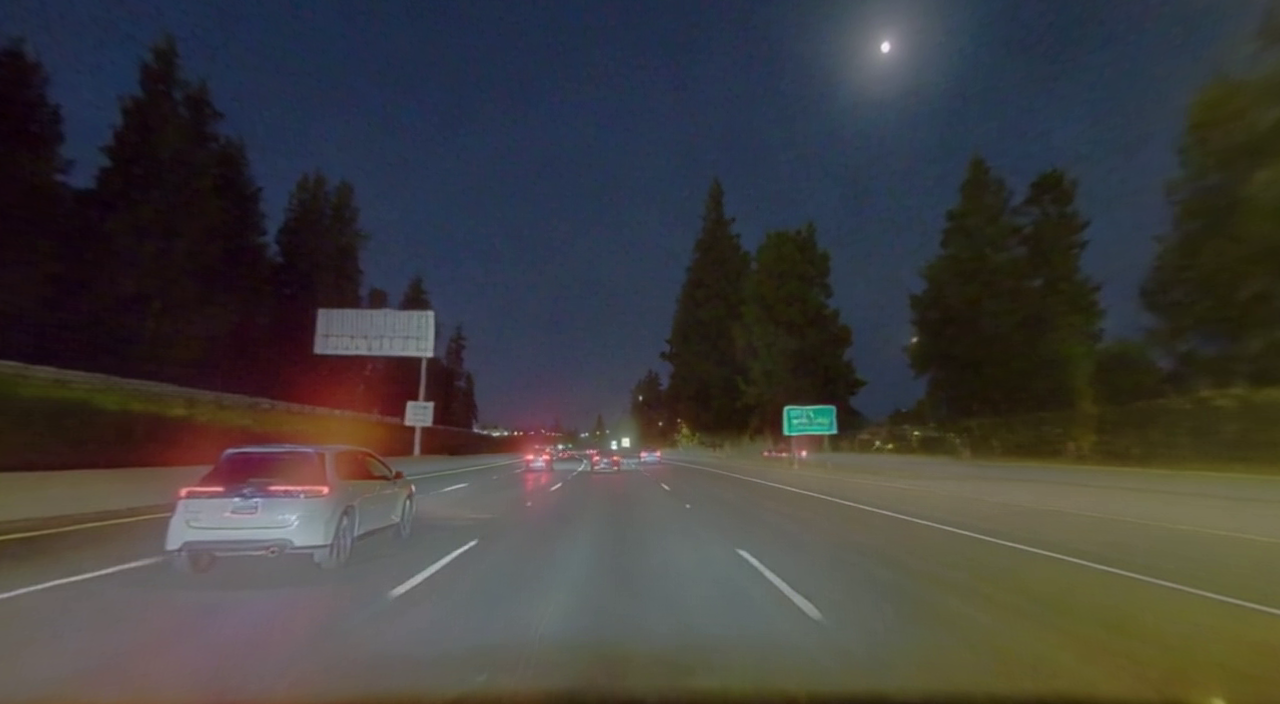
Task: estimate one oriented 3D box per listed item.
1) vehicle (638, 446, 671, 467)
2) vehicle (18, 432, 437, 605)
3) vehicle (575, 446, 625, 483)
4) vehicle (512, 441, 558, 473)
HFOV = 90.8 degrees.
[{"bbox_3d":[1.023,7.706,46.897,2.021,1.447,3.985,0,-9,-4],"label":"vehicle"},{"bbox_3d":[-4.418,1.836,8.079,2.049,1.482,4.981,0,-9,-1],"label":"vehicle"},{"bbox_3d":[-1.683,4.725,26.884,1.947,1.437,4.345,0,-9,-4],"label":"vehicle"},{"bbox_3d":[-6.158,6.202,37.576,2.244,1.755,4.417,0,-9,-3],"label":"vehicle"}]
